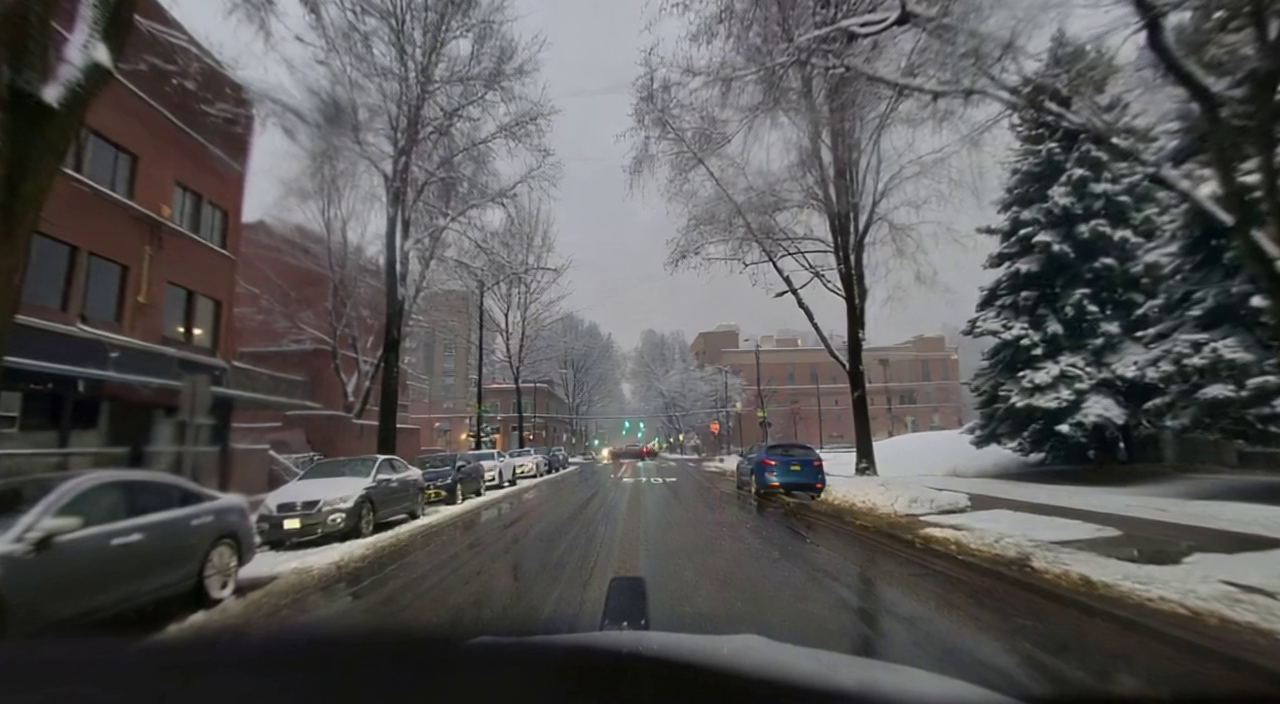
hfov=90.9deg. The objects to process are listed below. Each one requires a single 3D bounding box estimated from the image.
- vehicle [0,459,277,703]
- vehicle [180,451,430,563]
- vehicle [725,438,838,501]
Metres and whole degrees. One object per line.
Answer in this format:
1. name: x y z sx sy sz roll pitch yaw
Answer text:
1. vehicle: -4.953 1.569 4.627 1.931 1.435 4.440 0 -8 0
2. vehicle: -5.378 2.498 10.956 2.089 1.463 4.350 0 -8 -2
3. vehicle: 3.844 3.260 17.937 1.978 1.554 4.192 0 -8 -4
